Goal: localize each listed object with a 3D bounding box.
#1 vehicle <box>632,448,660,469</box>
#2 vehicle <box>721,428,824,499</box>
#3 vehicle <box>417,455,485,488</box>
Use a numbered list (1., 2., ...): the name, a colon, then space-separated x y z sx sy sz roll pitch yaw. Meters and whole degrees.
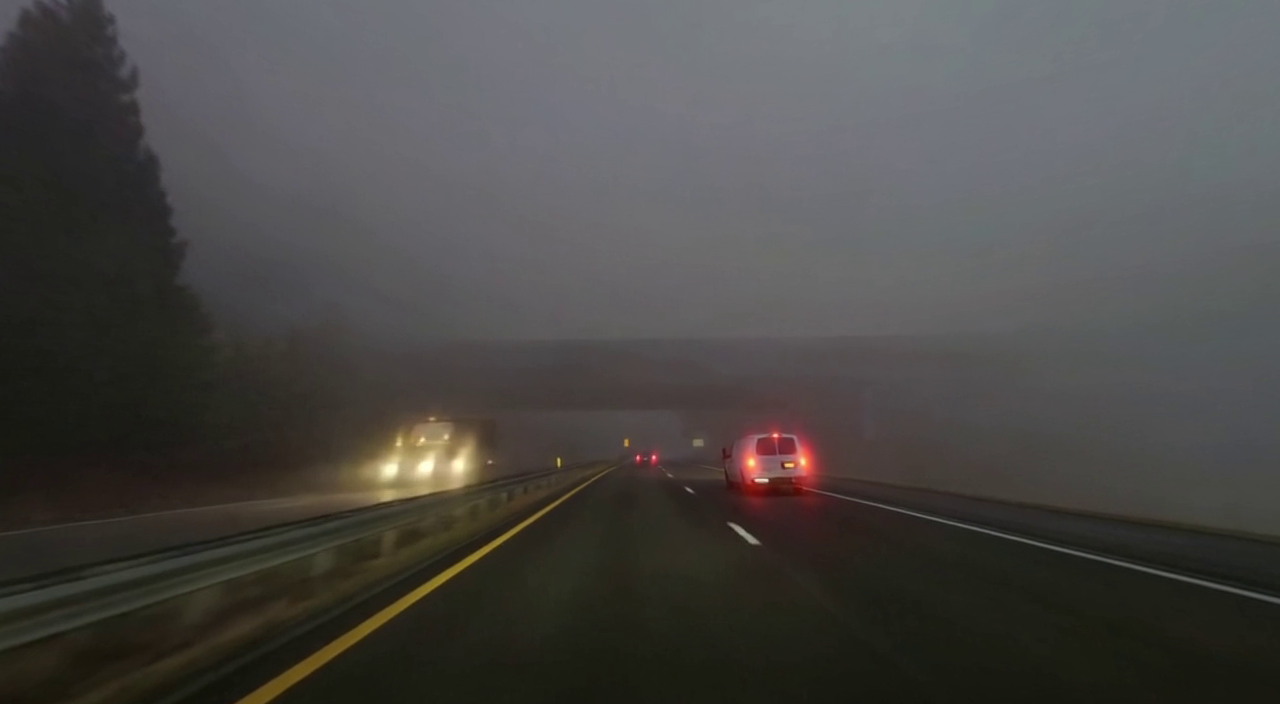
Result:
1. vehicle: 0.503 8.337 49.503 2.013 1.584 3.995 -1 -9 2
2. vehicle: 4.114 3.593 20.710 2.152 1.998 5.380 0 -9 0
3. vehicle: -9.066 5.739 30.582 2.019 1.478 3.842 0 -9 1
